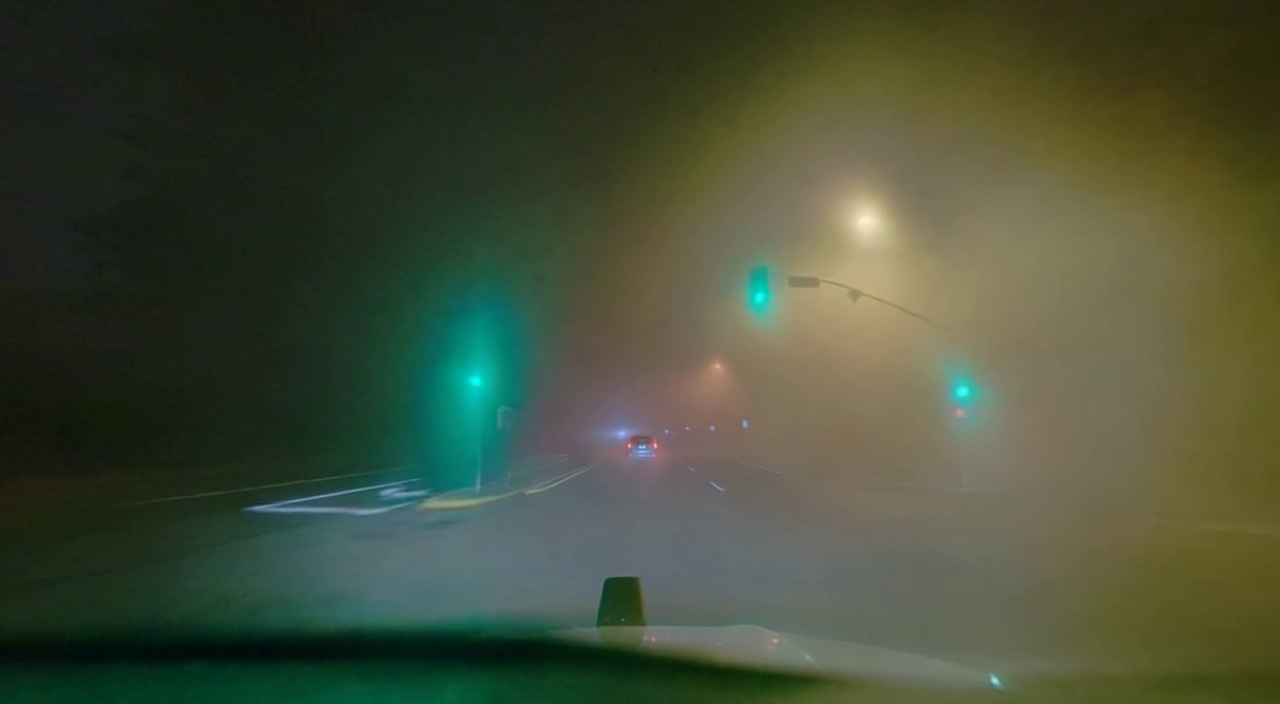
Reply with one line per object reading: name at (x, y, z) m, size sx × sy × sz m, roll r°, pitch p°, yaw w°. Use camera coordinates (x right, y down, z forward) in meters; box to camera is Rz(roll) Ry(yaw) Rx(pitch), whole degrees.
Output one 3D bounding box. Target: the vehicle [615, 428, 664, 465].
vehicle at (-0.019, 4.710, 31.345) m, size 2.256 × 1.734 × 4.176 m, roll 0°, pitch -8°, yaw 0°
